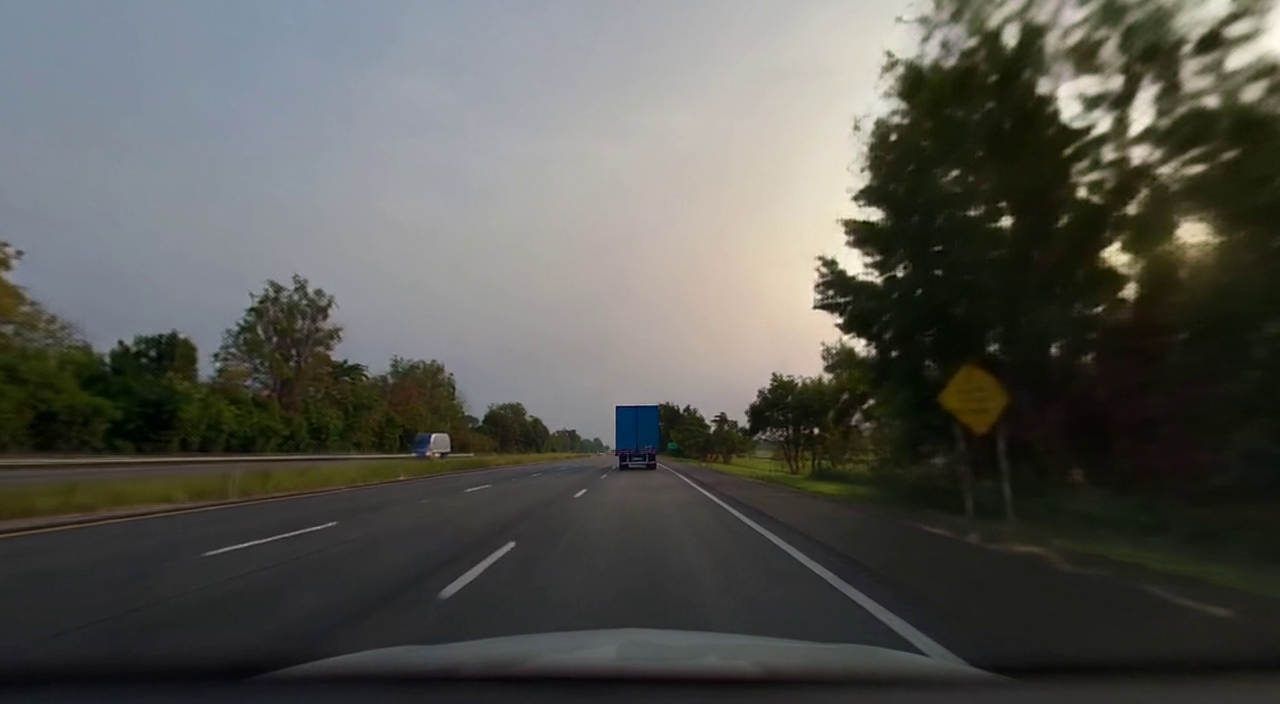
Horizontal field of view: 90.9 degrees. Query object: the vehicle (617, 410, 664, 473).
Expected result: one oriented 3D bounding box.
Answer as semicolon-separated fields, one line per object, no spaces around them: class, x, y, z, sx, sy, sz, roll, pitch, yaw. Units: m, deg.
vehicle;-0.017;6.468;45.120;2.982;3.947;11.075;0;-9;0
